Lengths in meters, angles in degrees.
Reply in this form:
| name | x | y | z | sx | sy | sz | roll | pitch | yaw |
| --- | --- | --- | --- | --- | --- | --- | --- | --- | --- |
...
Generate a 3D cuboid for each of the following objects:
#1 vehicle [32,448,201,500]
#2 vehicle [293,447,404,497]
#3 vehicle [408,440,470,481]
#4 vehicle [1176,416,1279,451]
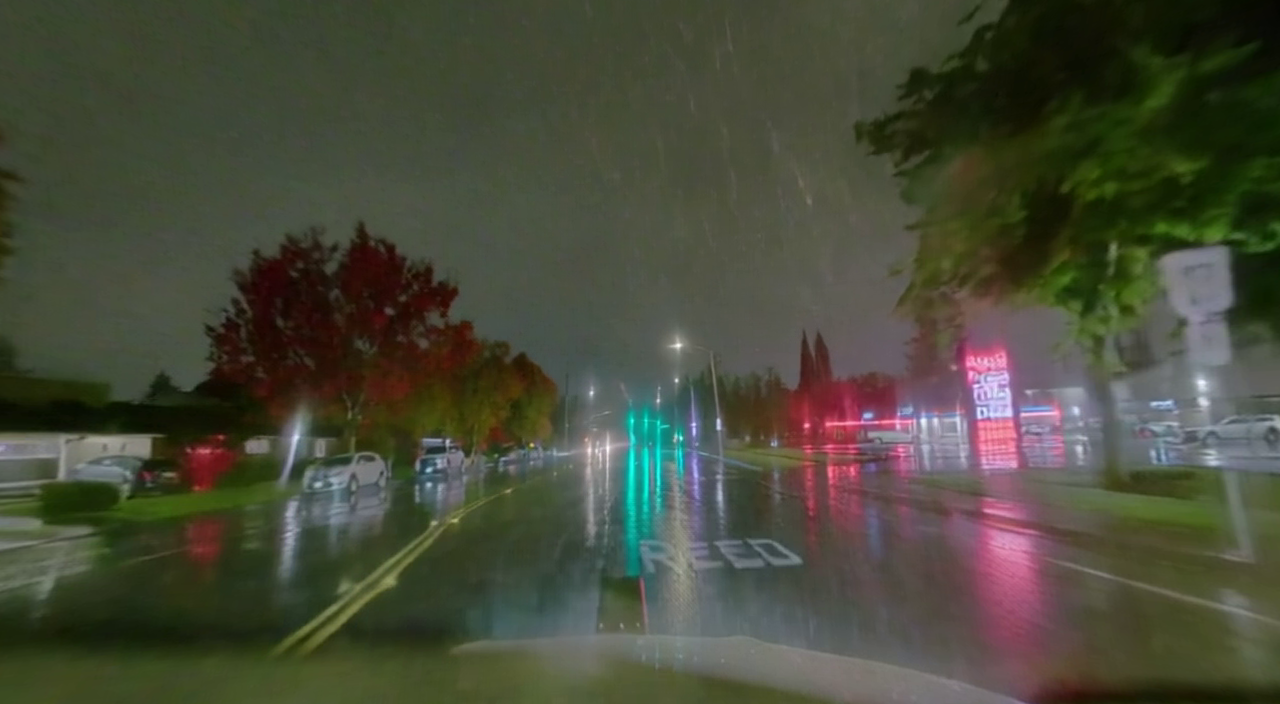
| name | x | y | z | sx | sy | sz | roll | pitch | yaw |
| --- | --- | --- | --- | --- | --- | --- | --- | --- | --- |
| vehicle | -21.398 | 4.941 | 26.139 | 2.079 | 1.877 | 4.862 | -4 | -9 | 21 |
| vehicle | -11.163 | 4.591 | 24.632 | 1.950 | 1.720 | 4.868 | -1 | -9 | 1 |
| vehicle | -11.097 | 5.975 | 35.144 | 2.015 | 1.884 | 4.488 | -6 | -8 | -2 |
| vehicle | 30.729 | 4.180 | 32.067 | 1.960 | 1.670 | 4.863 | 4 | -9 | -25 |
